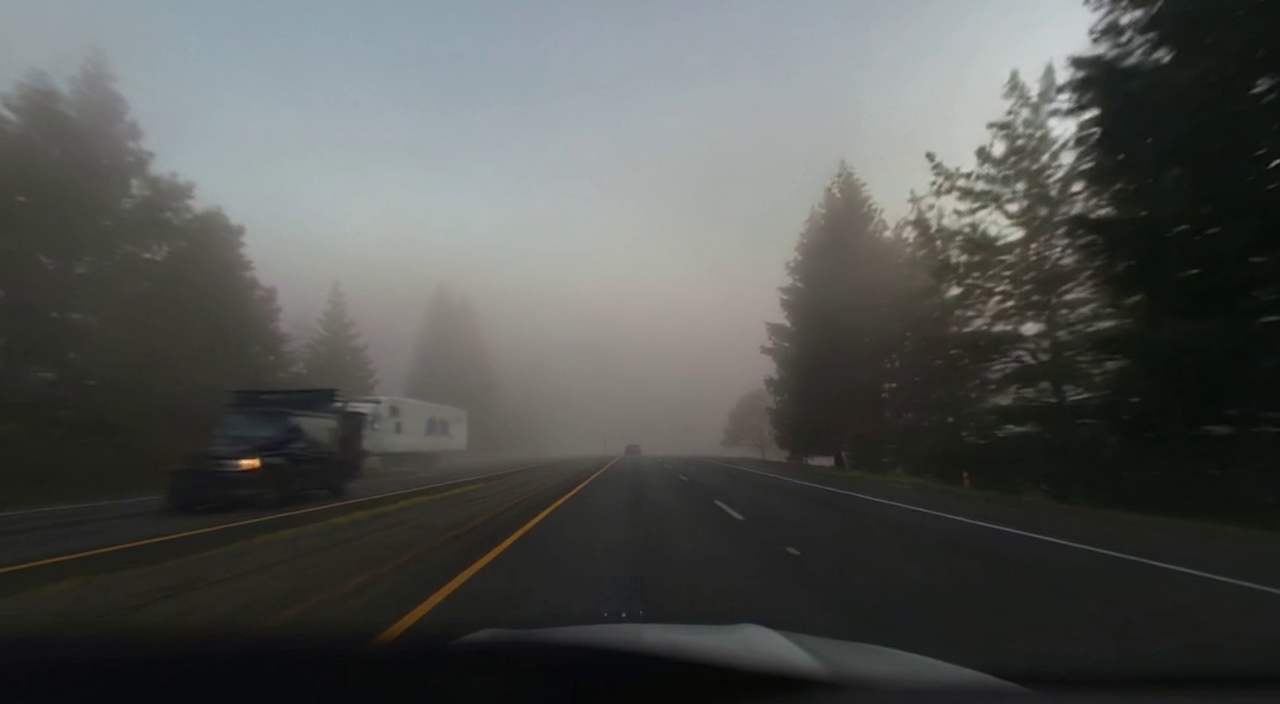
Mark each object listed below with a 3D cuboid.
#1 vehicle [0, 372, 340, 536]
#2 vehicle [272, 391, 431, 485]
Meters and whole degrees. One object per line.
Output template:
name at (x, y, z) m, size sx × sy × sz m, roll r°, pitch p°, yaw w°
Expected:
vehicle at (-9.554, 2.170, 13.759) m, size 2.233 × 2.593 × 7.395 m, roll 0°, pitch -9°, yaw 1°
vehicle at (-13.474, 4.288, 30.883) m, size 2.962 × 3.836 × 10.189 m, roll 0°, pitch -9°, yaw 0°
